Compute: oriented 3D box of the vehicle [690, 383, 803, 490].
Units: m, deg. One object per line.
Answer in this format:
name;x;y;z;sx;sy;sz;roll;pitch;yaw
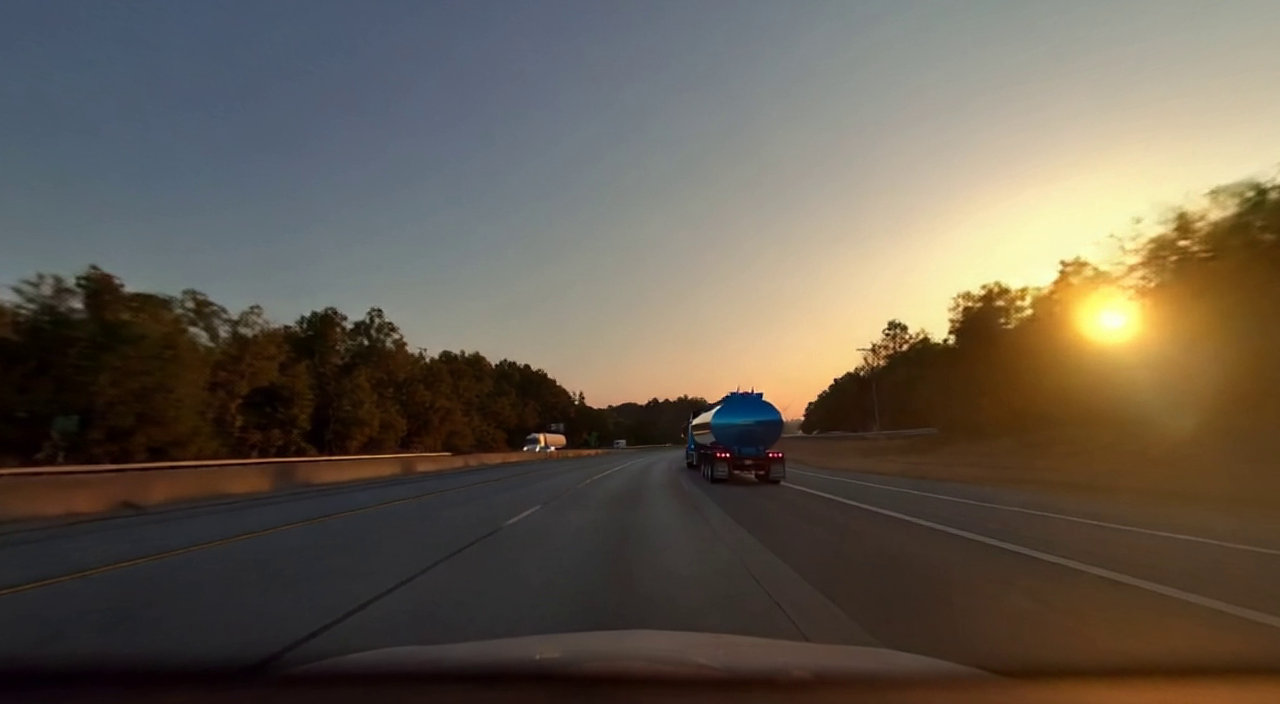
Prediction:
vehicle;4.151;3.914;28.591;2.880;3.624;14.397;0;-9;1
